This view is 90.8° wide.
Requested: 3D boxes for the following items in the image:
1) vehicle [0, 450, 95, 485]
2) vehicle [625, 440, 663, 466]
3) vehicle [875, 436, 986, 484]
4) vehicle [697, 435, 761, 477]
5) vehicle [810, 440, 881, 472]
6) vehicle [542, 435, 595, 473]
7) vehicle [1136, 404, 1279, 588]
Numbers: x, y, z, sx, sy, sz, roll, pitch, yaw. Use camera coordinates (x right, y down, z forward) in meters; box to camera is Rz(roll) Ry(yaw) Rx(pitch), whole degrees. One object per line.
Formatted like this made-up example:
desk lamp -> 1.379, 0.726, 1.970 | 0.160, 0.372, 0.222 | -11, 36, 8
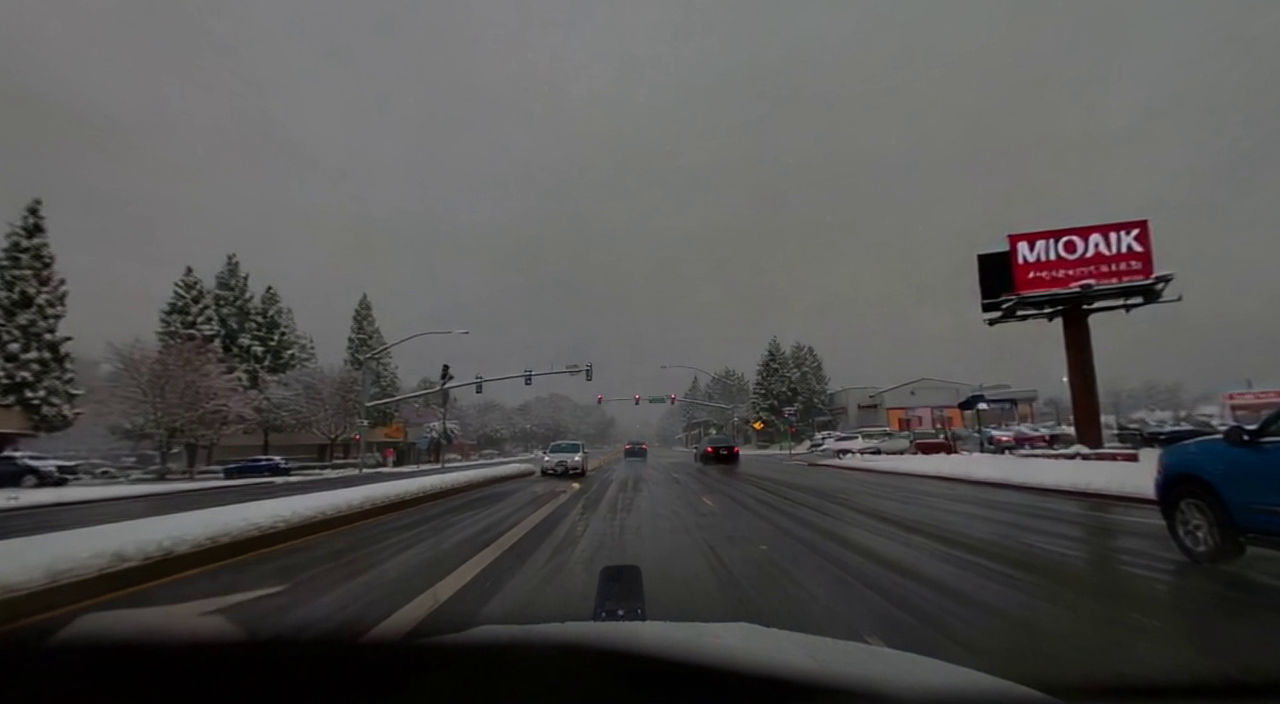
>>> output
vehicle -> -35.675, 6.735, 37.054 | 5.329, 1.893, 2.122 | 8, -12, -42
vehicle -> 0.227, 6.274, 39.384 | 2.258, 1.468, 4.076 | 0, -9, -1
vehicle -> 10.518, 3.950, 23.314 | 1.965, 1.573, 4.308 | 0, -9, -1
vehicle -> 3.507, 4.222, 25.744 | 1.889, 1.541, 4.303 | 0, -9, -2
vehicle -> 10.485, 5.341, 32.655 | 1.957, 1.500, 4.816 | 0, -9, -1
vehicle -> -3.440, 5.043, 31.364 | 2.117, 1.751, 4.478 | 0, -9, 0
vehicle -> 6.710, 1.091, 4.389 | 2.140, 1.606, 5.437 | 0, -9, 0
